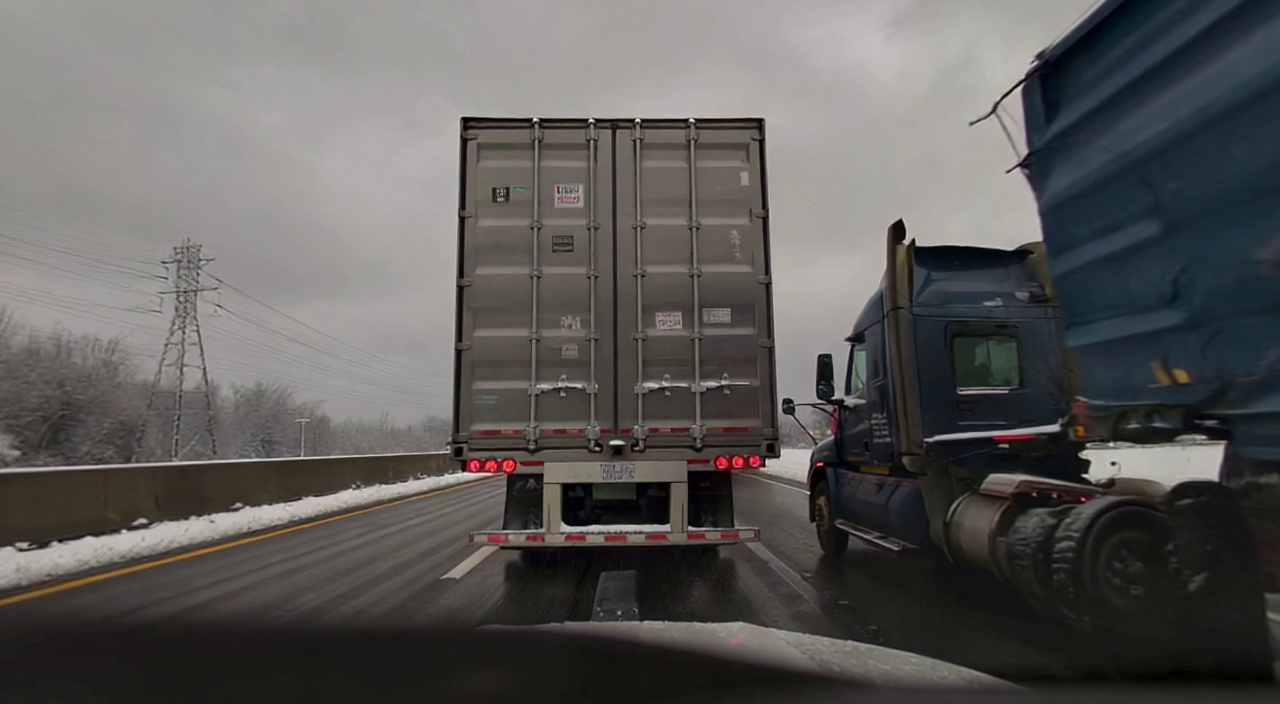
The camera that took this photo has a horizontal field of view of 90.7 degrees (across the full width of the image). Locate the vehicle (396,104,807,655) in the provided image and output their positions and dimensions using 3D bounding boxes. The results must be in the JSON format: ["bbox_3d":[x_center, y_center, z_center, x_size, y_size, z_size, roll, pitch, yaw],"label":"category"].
[{"bbox_3d":[-0.284,0.959,10.630,2.841,4.071,12.046,0,-8,0],"label":"vehicle"}]
